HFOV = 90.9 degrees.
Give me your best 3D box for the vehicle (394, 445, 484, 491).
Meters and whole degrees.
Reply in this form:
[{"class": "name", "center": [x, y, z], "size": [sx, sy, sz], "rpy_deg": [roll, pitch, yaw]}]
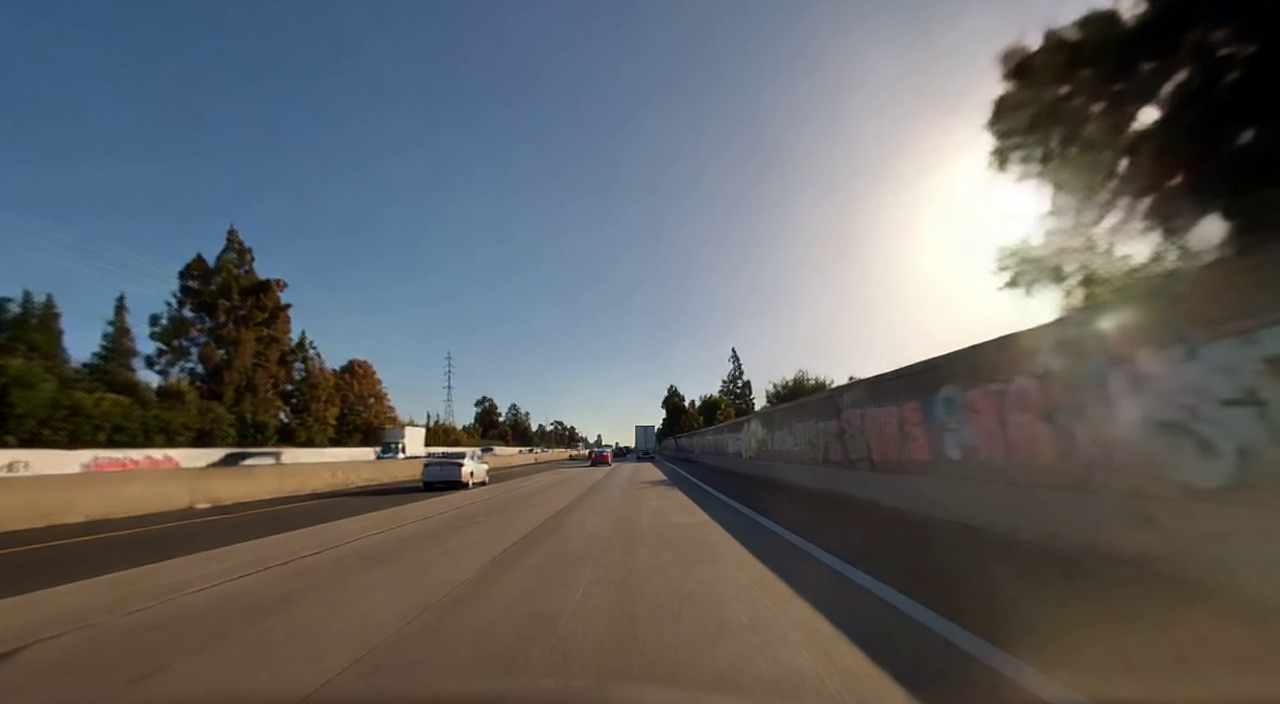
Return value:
[{"class": "vehicle", "center": [-6.724, 3.889, 21.393], "size": [2.027, 1.431, 3.033], "rpy_deg": [0, -9, 0]}]
